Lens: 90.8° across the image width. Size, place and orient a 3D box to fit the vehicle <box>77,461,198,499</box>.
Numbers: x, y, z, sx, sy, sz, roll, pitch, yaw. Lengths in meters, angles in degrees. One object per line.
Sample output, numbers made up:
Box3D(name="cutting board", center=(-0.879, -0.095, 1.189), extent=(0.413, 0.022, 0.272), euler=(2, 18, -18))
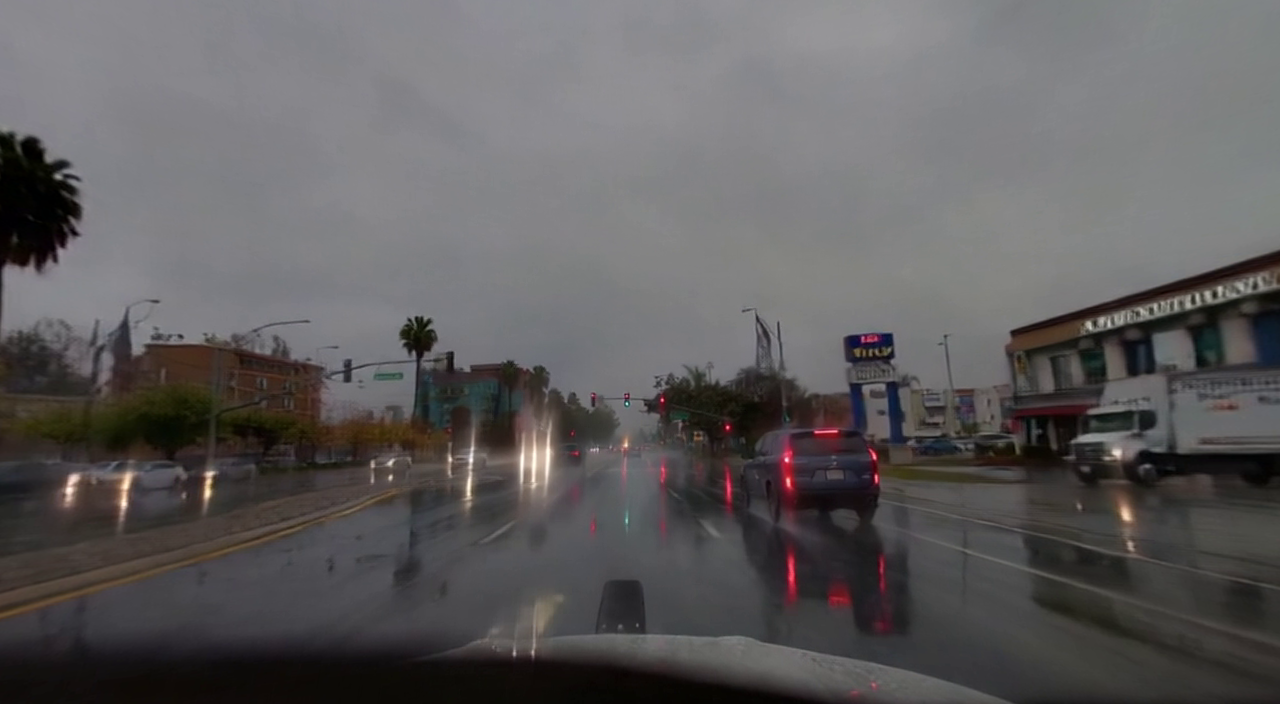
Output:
Box3D(name="vehicle", center=(-23.237, 5.887, 29.503), extent=(1.997, 1.434, 4.569), euler=(-2, -9, -1))

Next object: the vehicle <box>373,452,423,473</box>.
Box3D(name="vehicle", center=(-19.041, 8.689, 49.900), extent=(2.056, 1.504, 4.787), euler=(0, -9, 0))

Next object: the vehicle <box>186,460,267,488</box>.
Box3D(name="vehicle", center=(-23.369, 6.882, 35.875), extent=(1.752, 1.430, 4.078), euler=(-1, -9, 2))

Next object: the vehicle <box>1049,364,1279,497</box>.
Box3D(name="vehicle", center=(15.281, 2.096, 16.753), extent=(6.704, 3.194, 2.704), euler=(-1, -9, 4))

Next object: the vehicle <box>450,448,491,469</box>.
Box3D(name="vehicle", center=(-13.176, 8.276, 49.330), extent=(1.963, 1.545, 4.320), euler=(0, -9, 0))

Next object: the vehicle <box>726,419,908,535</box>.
Box3D(name="vehicle", center=(2.950, 2.201, 11.677), extent=(1.982, 1.711, 4.276), euler=(0, -9, -2))

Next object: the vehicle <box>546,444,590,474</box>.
Box3D(name="vehicle", center=(-3.874, 5.818, 34.582), extent=(2.034, 1.498, 3.995), euler=(0, -9, -1))
